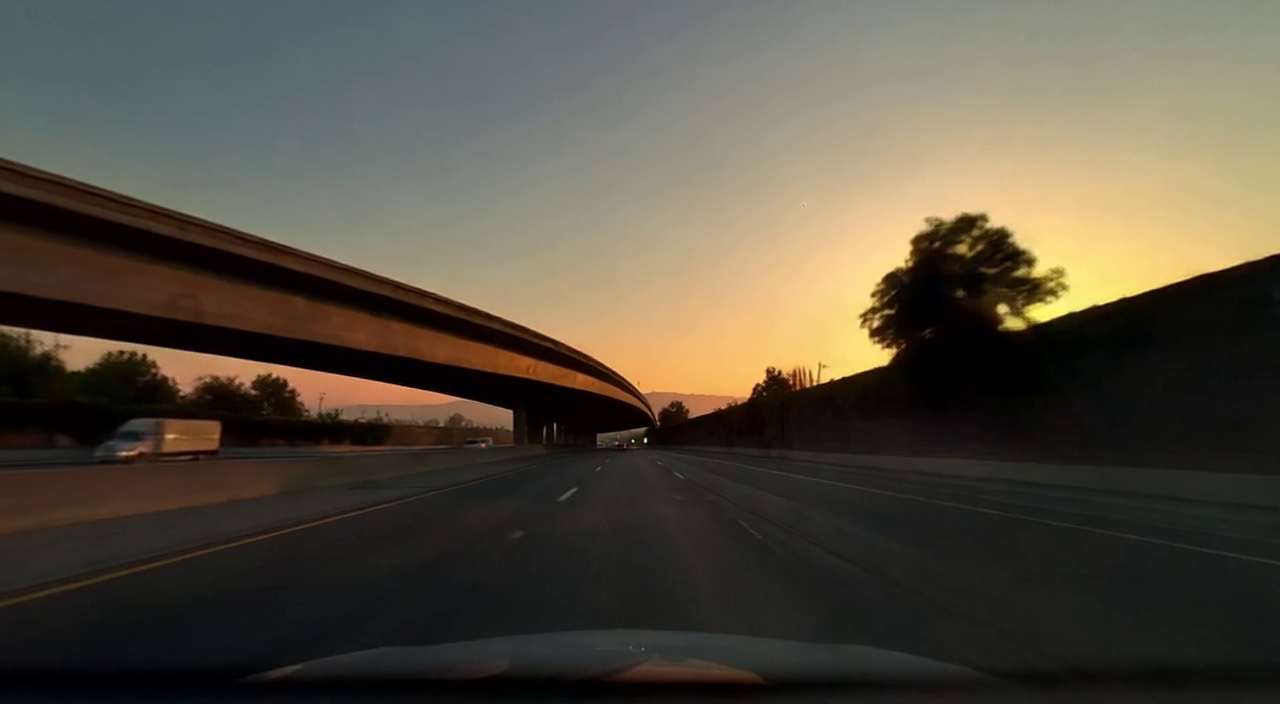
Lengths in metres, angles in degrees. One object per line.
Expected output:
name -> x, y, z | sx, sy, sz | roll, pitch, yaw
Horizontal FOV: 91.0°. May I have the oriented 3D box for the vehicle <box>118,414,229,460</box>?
vehicle -> -33.455, 6.156, 45.552 | 2.567, 3.002, 6.986 | -1, -8, 1
